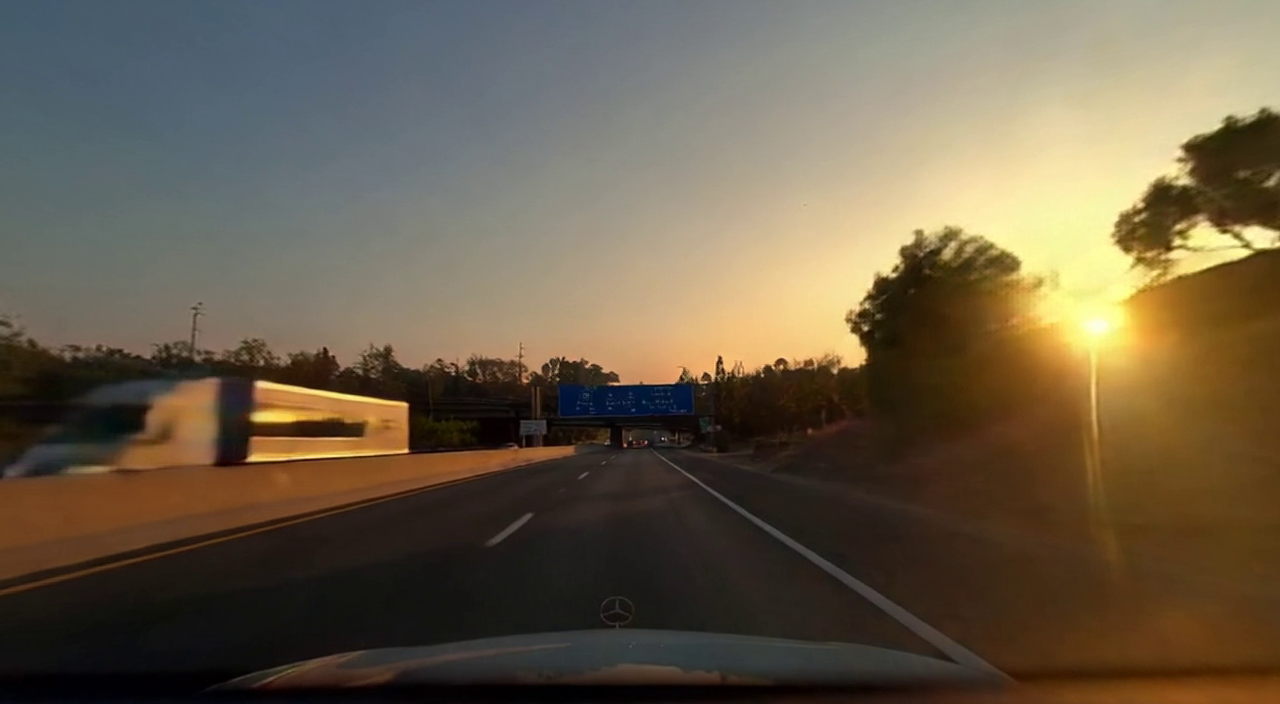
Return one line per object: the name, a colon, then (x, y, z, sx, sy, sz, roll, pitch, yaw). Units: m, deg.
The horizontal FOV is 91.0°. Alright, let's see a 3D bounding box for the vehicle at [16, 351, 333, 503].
vehicle: (-14.666, 2.674, 21.651, 2.992, 3.959, 10.297, 0, -8, 0)
